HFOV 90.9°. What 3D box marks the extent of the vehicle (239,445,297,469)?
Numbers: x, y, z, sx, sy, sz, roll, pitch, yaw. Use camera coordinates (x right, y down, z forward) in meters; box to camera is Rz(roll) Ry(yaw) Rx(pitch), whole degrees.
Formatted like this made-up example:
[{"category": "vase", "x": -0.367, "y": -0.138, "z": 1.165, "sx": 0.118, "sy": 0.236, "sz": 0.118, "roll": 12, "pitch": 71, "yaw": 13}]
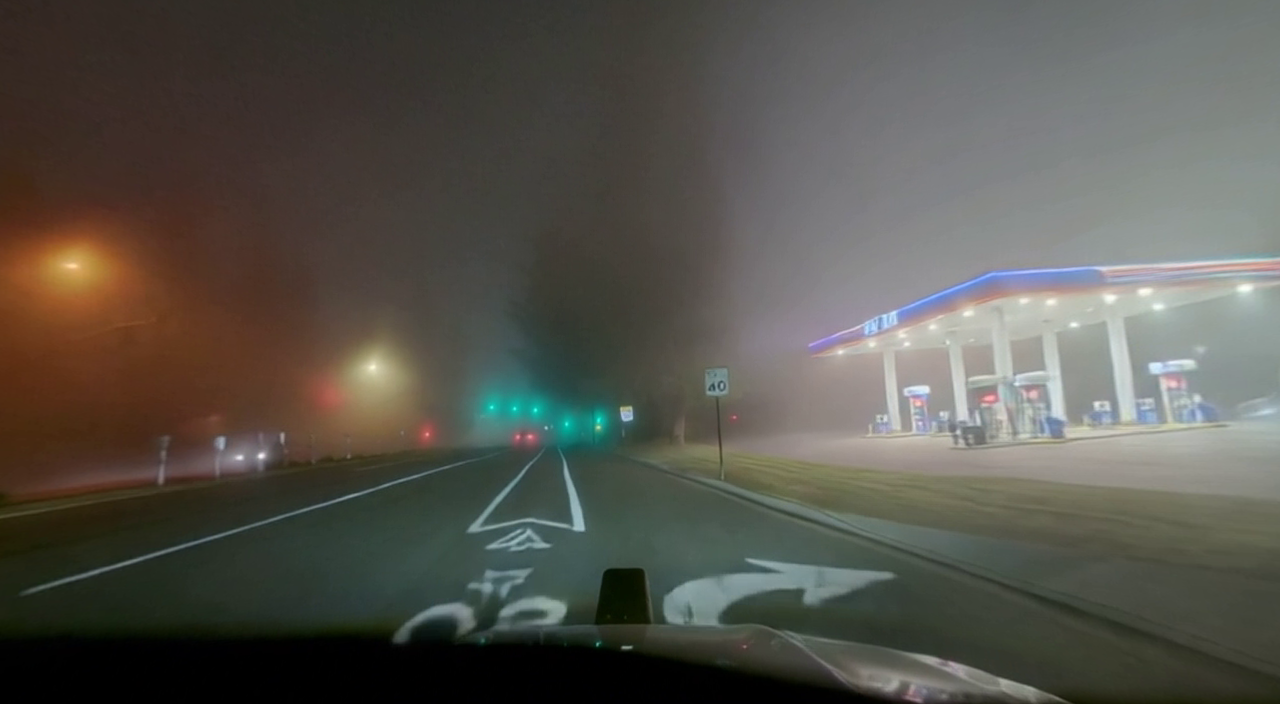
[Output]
[{"category": "vehicle", "x": -25.919, "y": 7.296, "z": 44.118, "sx": 1.794, "sy": 1.468, "sz": 4.388, "roll": 1, "pitch": -7, "yaw": -6}]
